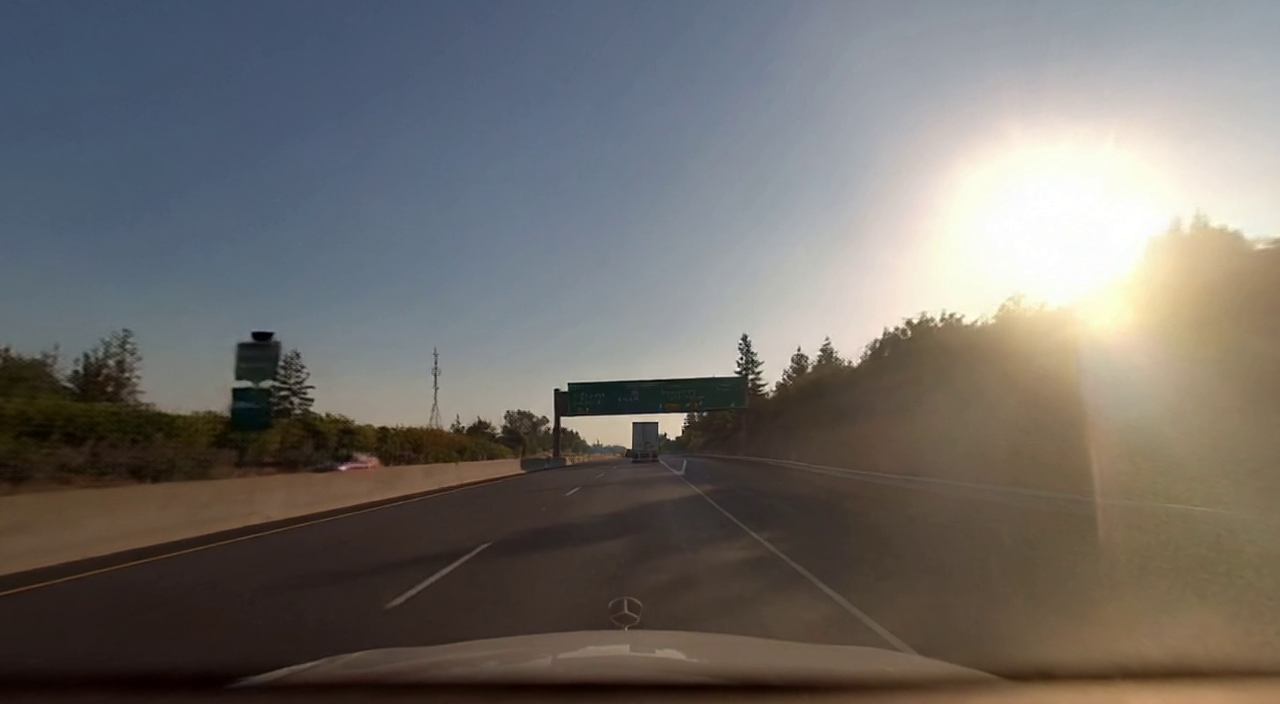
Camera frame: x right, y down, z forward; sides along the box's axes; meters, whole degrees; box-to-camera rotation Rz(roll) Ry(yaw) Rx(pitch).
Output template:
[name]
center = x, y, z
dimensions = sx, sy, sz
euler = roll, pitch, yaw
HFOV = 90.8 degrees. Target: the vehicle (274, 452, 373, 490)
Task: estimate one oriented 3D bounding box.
[vehicle]
center = -13.382, 5.042, 27.051
dimensions = 1.893, 1.421, 4.469
euler = 0, -9, 1
